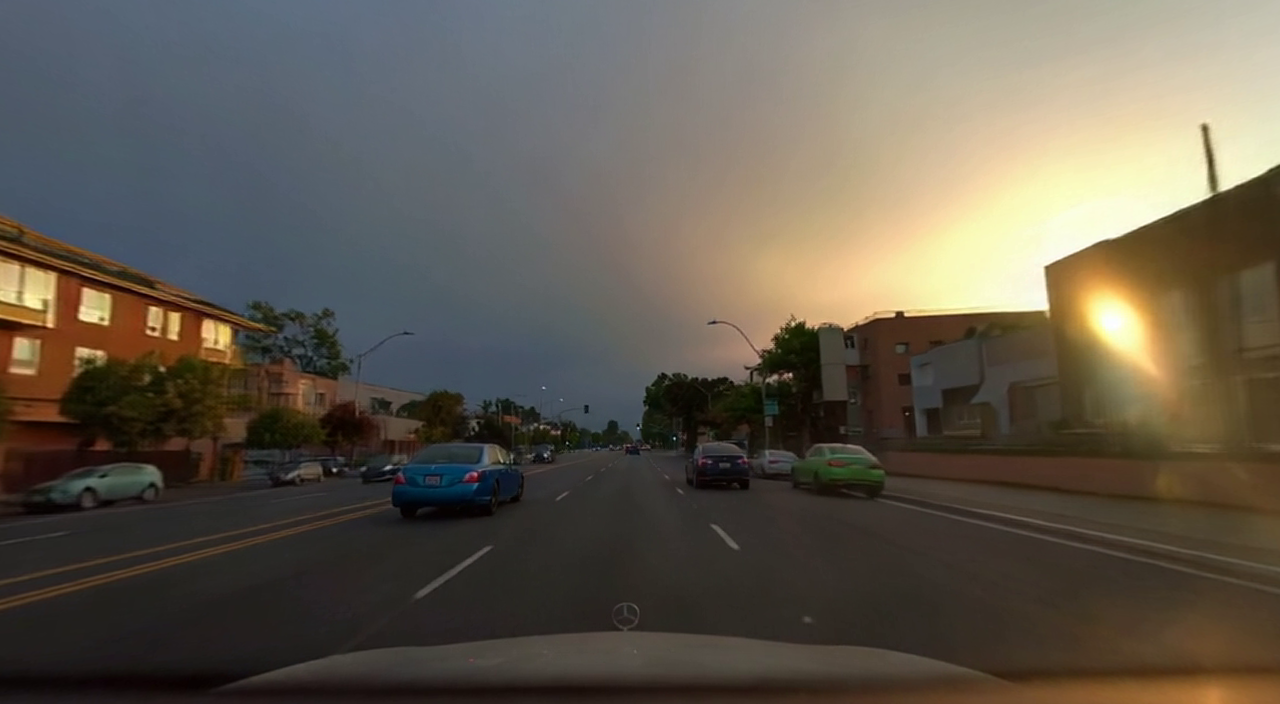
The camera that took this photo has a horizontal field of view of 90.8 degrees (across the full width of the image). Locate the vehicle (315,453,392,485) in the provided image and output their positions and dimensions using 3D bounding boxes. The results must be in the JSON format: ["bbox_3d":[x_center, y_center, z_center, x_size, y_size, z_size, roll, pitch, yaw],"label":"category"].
[{"bbox_3d":[-15.054,6.130,33.477,1.907,1.494,4.549,0,-9,1],"label":"vehicle"}]

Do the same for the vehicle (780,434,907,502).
[{"bbox_3d":[6.006,3.473,19.477,2.085,1.782,5.258,0,-8,-1],"label":"vehicle"}]

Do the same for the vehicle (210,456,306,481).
[{"bbox_3d":[-24.104,7.337,40.001,4.816,1.482,1.995,-1,-9,3],"label":"vehicle"}]

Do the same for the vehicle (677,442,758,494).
[{"bbox_3d":[2.359,3.660,20.370,1.978,1.471,4.426,0,-8,-1],"label":"vehicle"}]

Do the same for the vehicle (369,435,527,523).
[{"bbox_3d":[-3.767,2.545,13.242,2.062,1.527,4.044,0,-8,0],"label":"vehicle"}]

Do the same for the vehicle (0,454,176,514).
[{"bbox_3d":[-18.111,4.272,20.951,2.003,1.699,4.524,-2,-9,-1],"label":"vehicle"}]
